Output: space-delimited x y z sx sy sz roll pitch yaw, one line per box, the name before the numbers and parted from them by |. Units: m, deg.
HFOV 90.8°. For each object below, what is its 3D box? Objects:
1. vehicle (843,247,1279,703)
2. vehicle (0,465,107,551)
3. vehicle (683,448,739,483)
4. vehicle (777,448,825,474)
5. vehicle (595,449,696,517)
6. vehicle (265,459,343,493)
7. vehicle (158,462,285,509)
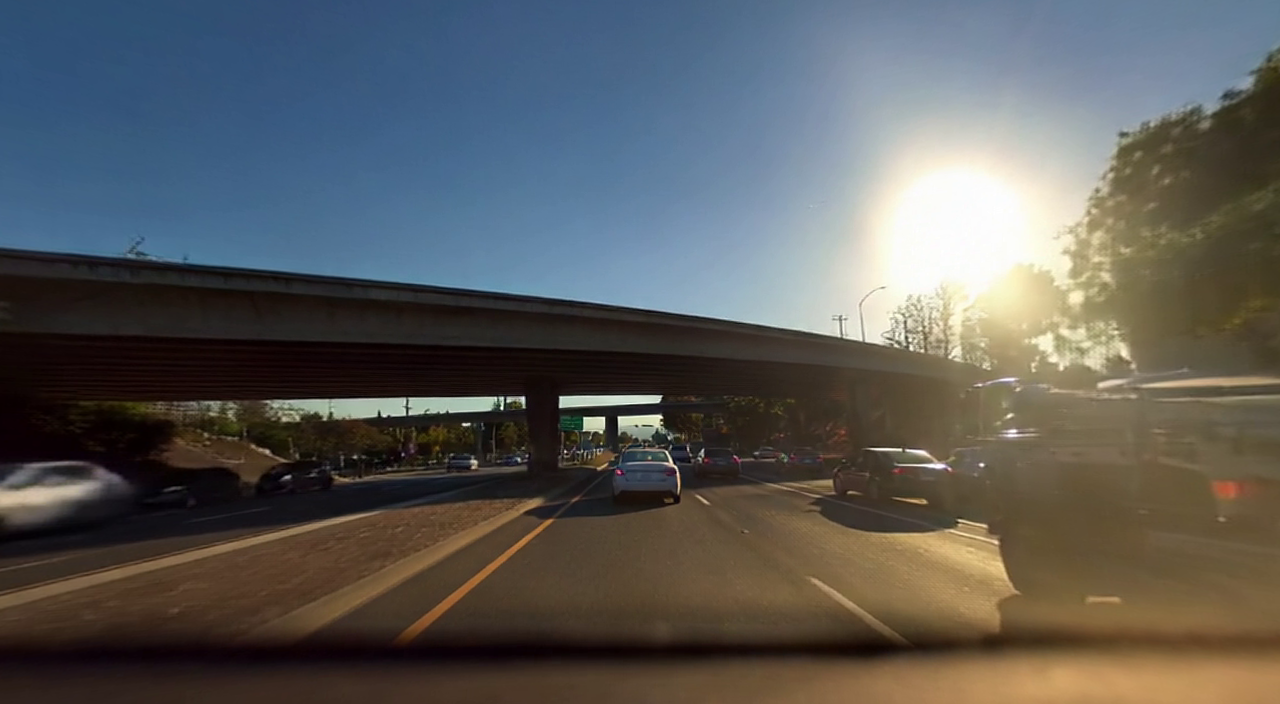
vehicle | 3.496 0.915 3.648 2.719 2.033 5.876 0 -9 0
vehicle | -12.515 2.864 11.455 1.864 1.482 4.377 0 -9 0
vehicle | 3.119 5.083 28.650 1.962 1.431 4.205 0 -9 -2
vehicle | 9.849 6.698 38.993 1.839 1.453 3.992 0 -9 -1
vehicle | 0.096 2.949 14.733 2.027 1.341 3.775 0 -9 -1
vehicle | -19.103 7.015 36.154 1.935 1.706 4.473 0 -9 0
vehicle | -15.849 5.041 24.237 1.891 1.511 4.280 0 -9 0
